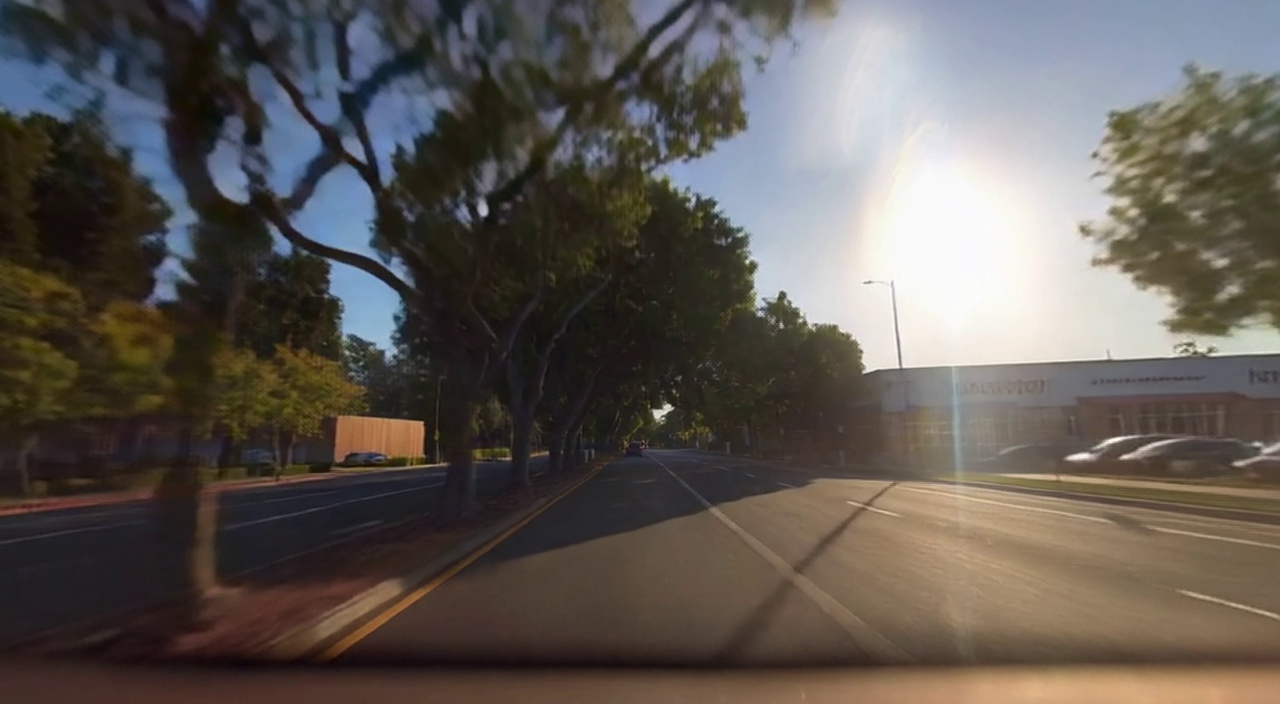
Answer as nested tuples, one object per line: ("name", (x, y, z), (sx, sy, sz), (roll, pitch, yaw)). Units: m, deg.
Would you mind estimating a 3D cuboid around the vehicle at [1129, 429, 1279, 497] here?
("vehicle", (18.414, 3.404, 19.450), (4.904, 1.924, 2.095), (1, -9, -1))
